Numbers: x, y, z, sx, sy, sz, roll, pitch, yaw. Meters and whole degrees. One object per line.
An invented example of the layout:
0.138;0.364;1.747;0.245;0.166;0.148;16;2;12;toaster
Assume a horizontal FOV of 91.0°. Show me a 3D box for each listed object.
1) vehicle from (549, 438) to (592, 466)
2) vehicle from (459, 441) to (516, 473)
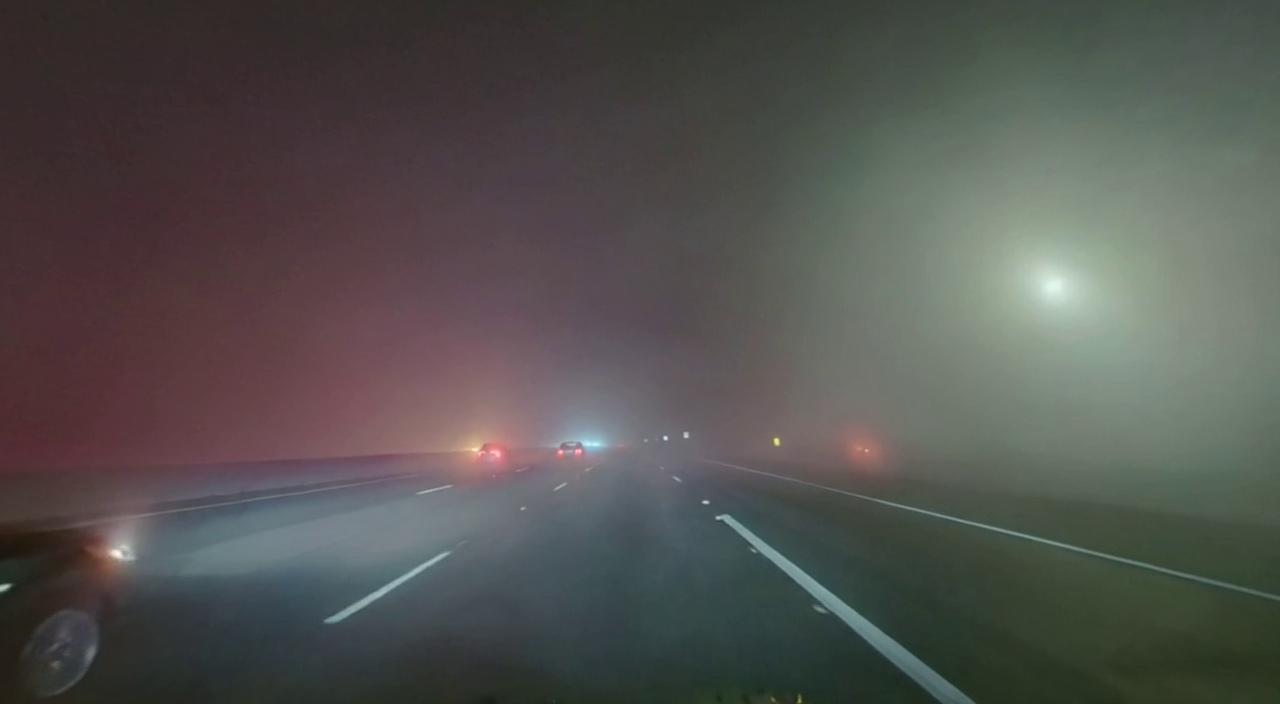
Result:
-4.381;6.376;40.300;2.200;1.662;5.091;0;-8;0;vehicle
-8.070;5.568;33.758;1.924;1.519;4.791;0;-8;0;vehicle
